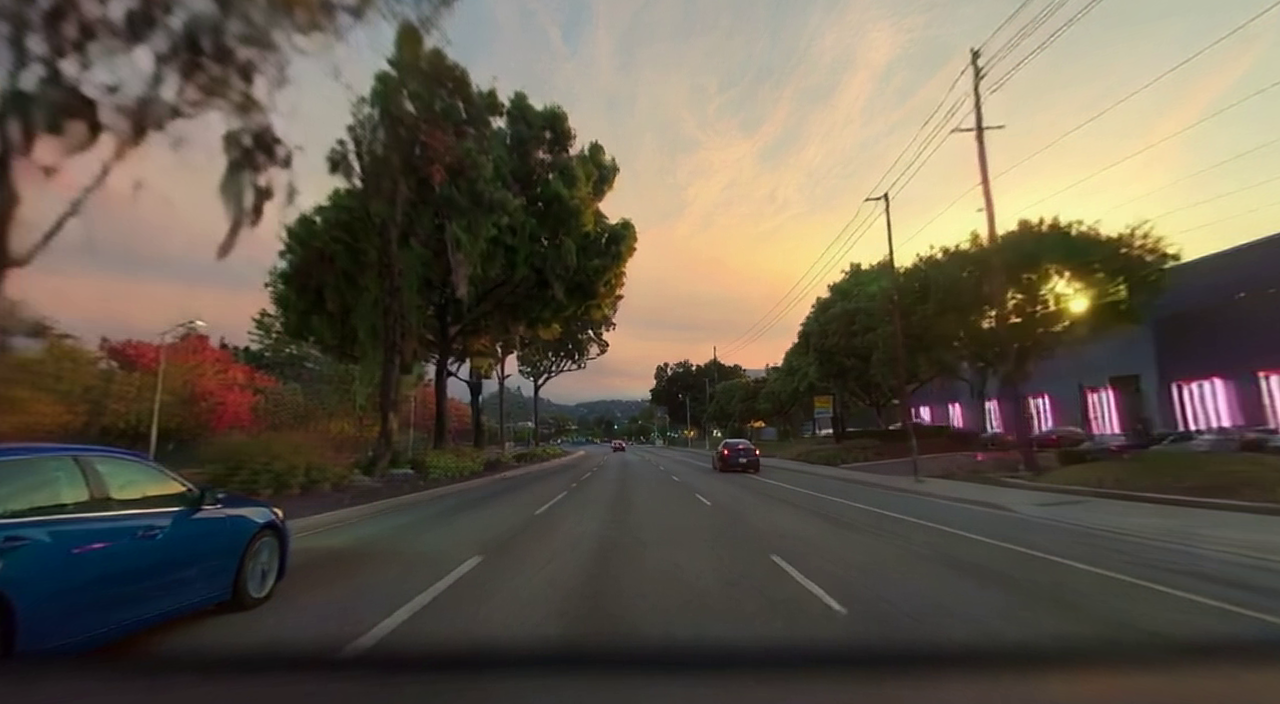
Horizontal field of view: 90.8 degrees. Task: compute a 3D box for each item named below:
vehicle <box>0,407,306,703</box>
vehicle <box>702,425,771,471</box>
[{"bbox_3d":[-3.888,1.047,3.209,2.017,1.470,4.293,0,-8,0],"label":"vehicle"},{"bbox_3d":[4.597,4.715,31.141,2.476,2.016,5.586,0,-8,0],"label":"vehicle"}]
